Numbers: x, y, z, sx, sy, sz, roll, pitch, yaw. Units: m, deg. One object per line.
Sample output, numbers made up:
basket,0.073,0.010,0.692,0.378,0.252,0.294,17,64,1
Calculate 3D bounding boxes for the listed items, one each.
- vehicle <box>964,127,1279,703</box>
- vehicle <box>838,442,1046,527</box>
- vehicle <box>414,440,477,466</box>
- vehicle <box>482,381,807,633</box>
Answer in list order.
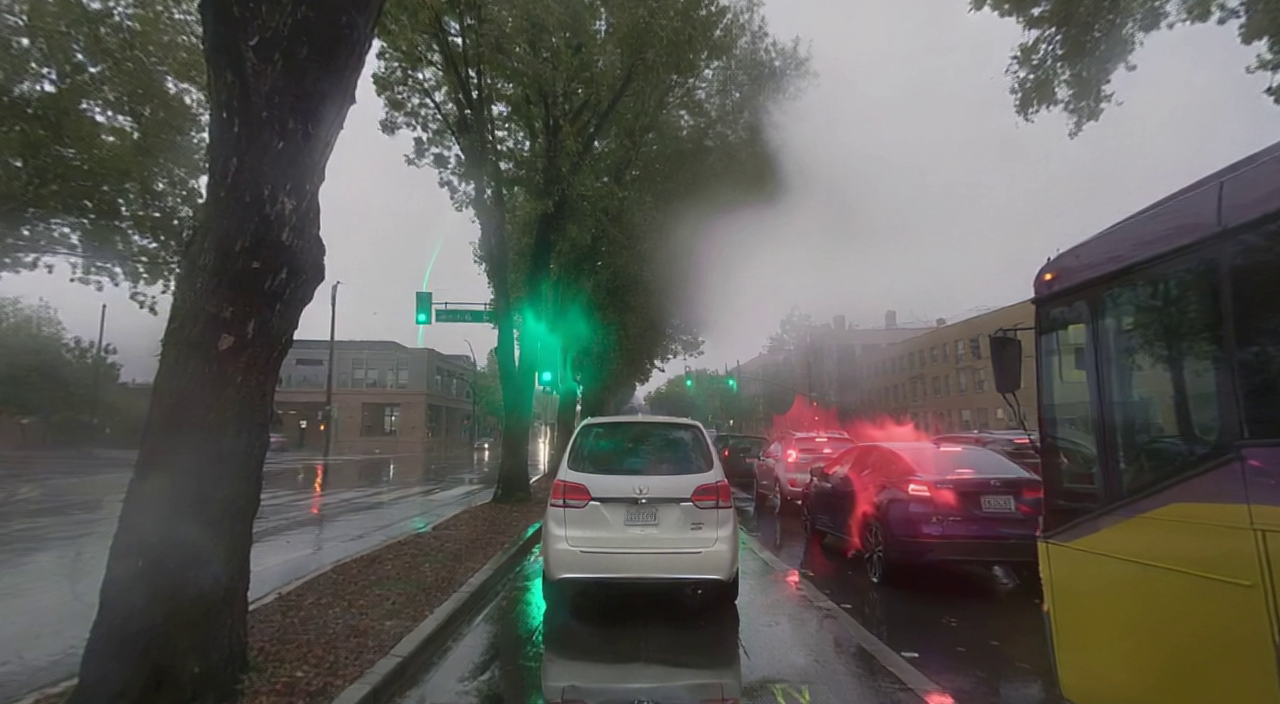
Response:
vehicle,2.609,0.316,0.421,2.037,2.065,5.037,0,-8,0
vehicle,5.967,2.637,13.222,1.987,1.457,4.675,0,-8,-1
vehicle,-13.556,7.060,43.963,1.924,1.720,4.097,-4,-9,23
vehicle,0.004,1.474,7.001,2.381,1.842,4.603,0,-8,-1
